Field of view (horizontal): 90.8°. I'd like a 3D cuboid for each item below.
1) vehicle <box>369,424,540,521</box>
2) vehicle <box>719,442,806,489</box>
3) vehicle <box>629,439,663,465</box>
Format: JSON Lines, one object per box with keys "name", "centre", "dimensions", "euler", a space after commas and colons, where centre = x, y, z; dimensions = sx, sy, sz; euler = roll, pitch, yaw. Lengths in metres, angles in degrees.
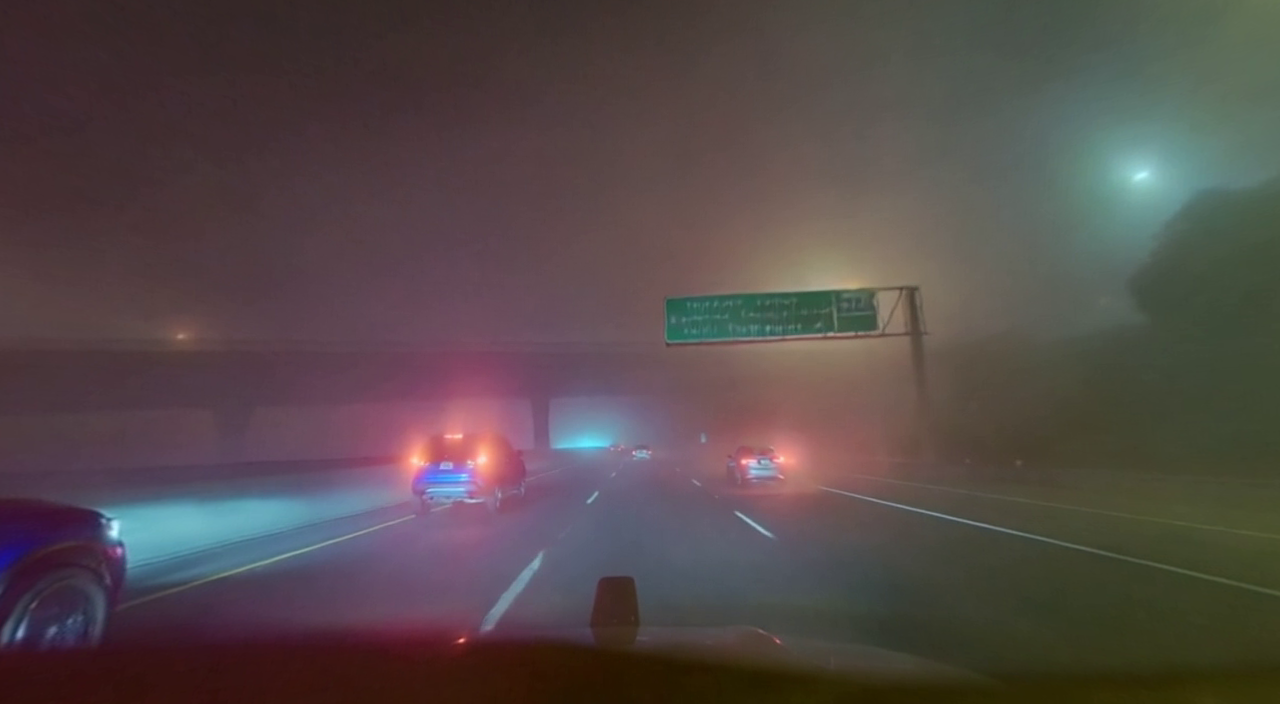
{"name": "vehicle", "centre": [-3.476, 2.357, 12.838], "dimensions": [2.193, 1.641, 4.077], "euler": [0, -8, 1]}
{"name": "vehicle", "centre": [4.083, 3.850, 21.839], "dimensions": [2.083, 1.453, 4.307], "euler": [0, -8, -1]}
{"name": "vehicle", "centre": [0.470, 7.498, 47.498], "dimensions": [2.428, 1.841, 4.402], "euler": [0, -8, 0]}
